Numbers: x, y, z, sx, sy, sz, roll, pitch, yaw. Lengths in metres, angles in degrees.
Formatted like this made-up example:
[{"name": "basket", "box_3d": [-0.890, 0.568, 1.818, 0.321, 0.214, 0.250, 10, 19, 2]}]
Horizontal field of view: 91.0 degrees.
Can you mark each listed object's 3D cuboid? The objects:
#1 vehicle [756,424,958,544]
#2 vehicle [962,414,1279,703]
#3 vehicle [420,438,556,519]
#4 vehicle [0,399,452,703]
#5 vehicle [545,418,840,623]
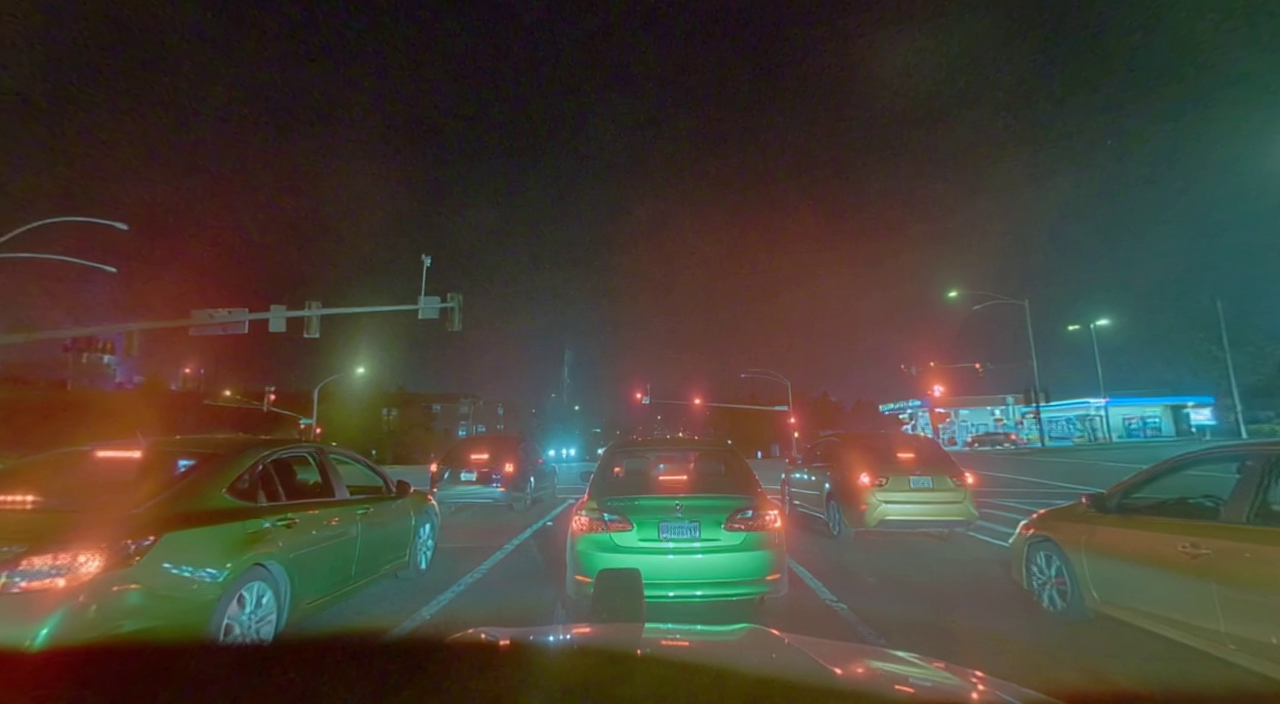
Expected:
[{"name": "vehicle", "box_3d": [3.371, 2.126, 10.781, 1.947, 1.630, 4.127, 0, -9, 0]}, {"name": "vehicle", "box_3d": [4.173, 1.138, 3.634, 1.950, 1.497, 4.686, 0, -9, -3]}, {"name": "vehicle", "box_3d": [-3.070, 2.645, 13.713, 1.867, 1.474, 4.237, 0, -9, 0]}, {"name": "vehicle", "box_3d": [-3.007, 1.257, 4.628, 1.887, 1.493, 4.255, 0, -9, 1]}, {"name": "vehicle", "box_3d": [0.335, 1.590, 6.959, 2.220, 1.507, 4.317, 0, -9, -2]}]
